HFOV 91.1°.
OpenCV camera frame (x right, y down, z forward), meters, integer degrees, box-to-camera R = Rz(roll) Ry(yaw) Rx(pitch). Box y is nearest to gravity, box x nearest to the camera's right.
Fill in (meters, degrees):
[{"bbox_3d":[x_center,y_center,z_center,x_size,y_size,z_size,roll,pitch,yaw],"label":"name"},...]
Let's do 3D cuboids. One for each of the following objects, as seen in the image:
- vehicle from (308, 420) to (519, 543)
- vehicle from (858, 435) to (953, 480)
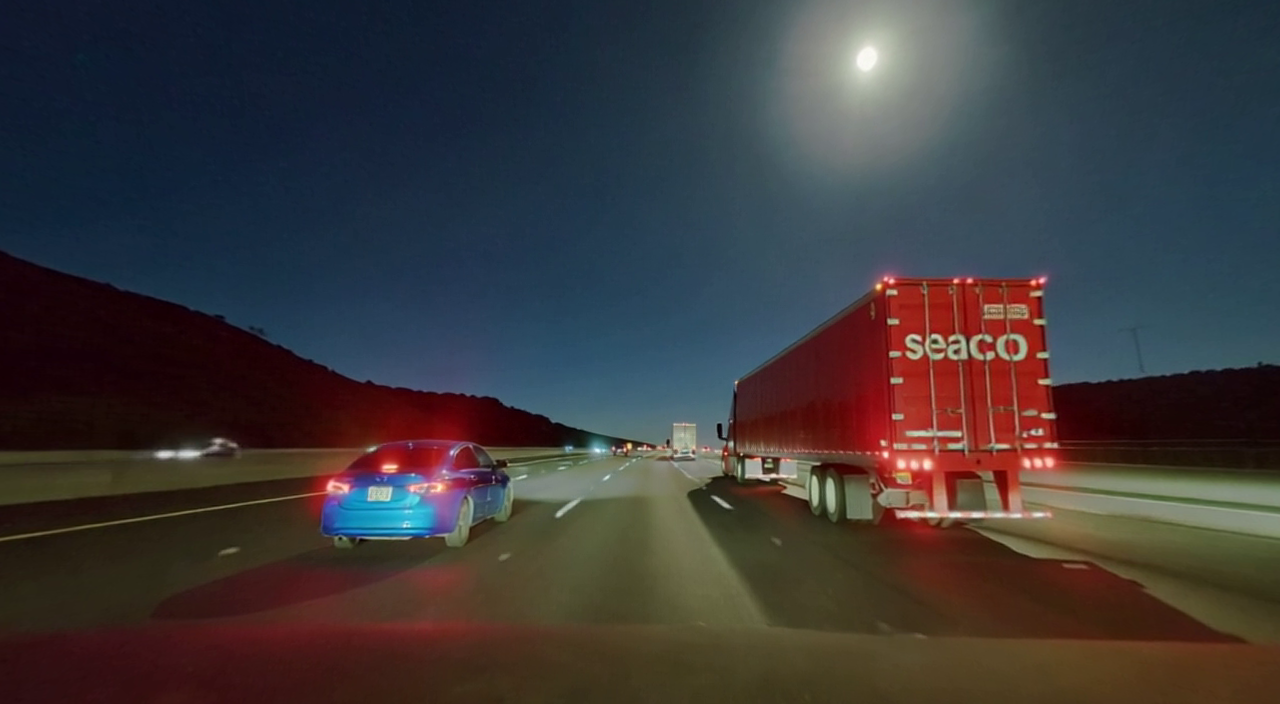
[{"bbox_3d":[-3.383,2.009,10.313,1.967,1.615,3.886,0,-9,1],"label":"vehicle"},{"bbox_3d":[11.213,4.490,26.917,2.062,1.736,4.589,0,-9,0],"label":"vehicle"}]
